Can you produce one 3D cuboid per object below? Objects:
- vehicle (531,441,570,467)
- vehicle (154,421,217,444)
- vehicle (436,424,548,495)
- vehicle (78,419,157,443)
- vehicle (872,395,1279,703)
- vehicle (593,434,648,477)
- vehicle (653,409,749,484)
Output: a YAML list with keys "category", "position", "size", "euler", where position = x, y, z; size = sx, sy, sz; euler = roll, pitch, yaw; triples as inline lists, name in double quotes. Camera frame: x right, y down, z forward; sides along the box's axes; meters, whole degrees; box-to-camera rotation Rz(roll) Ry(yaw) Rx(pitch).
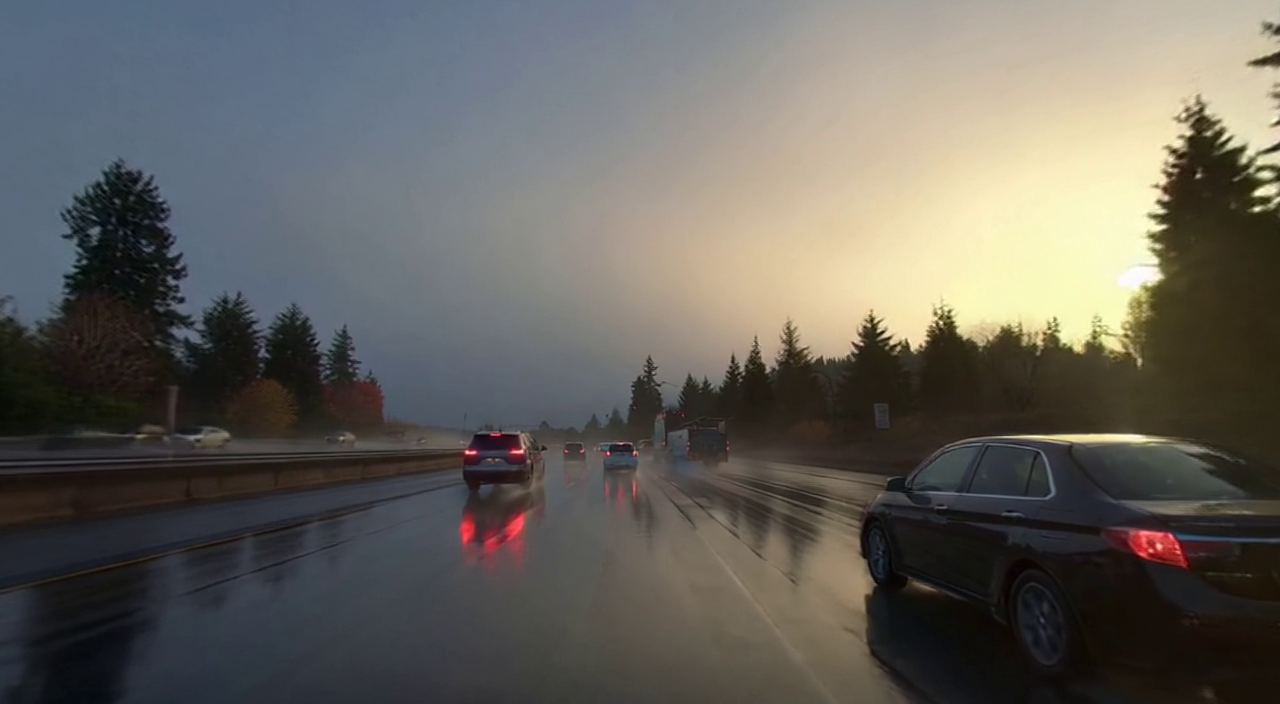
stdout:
- category: "vehicle"
  position: [-5.411, 6.227, 38.486]
  size: [1.907, 1.484, 3.954]
  euler: [0, -9, -1]
- category: "vehicle"
  position: [-32.740, 5.864, 45.485]
  size: [1.740, 1.488, 3.985]
  euler: [1, -9, -3]
- category: "vehicle"
  position: [-4.115, 3.093, 18.473]
  size: [2.176, 1.783, 4.799]
  euler: [0, -9, -1]
- category: "vehicle"
  position: [-36.864, 5.622, 44.576]
  size: [1.834, 1.555, 4.465]
  euler: [0, -9, -2]
- category: "vehicle"
  position: [3.100, 1.103, 3.381]
  size: [2.031, 1.504, 4.327]
  euler: [0, -9, 0]
- category: "vehicle"
  position: [-0.826, 4.482, 27.472]
  size: [2.235, 1.682, 4.094]
  euler: [0, -9, -1]
- category: "vehicle"
  position: [2.830, 5.067, 34.043]
  size: [3.426, 3.279, 12.313]
  euler: [1, -8, -2]
